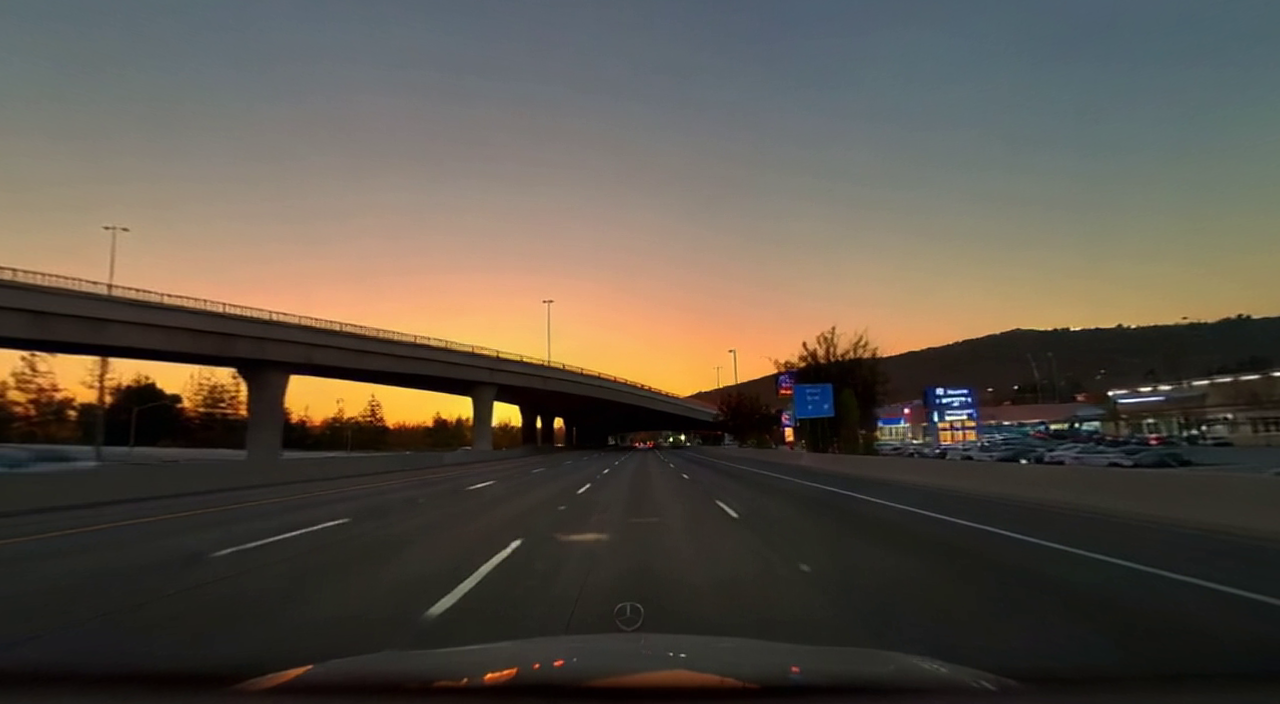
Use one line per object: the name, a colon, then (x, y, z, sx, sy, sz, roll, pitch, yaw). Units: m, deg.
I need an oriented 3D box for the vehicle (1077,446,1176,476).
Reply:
vehicle: (36.082, 8.044, 47.026, 2.269, 1.904, 5.815, -2, -8, -6)

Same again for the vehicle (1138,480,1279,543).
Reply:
vehicle: (16.193, 4.275, 17.120, 3.909, 1.410, 1.657, -1, -8, -1)
